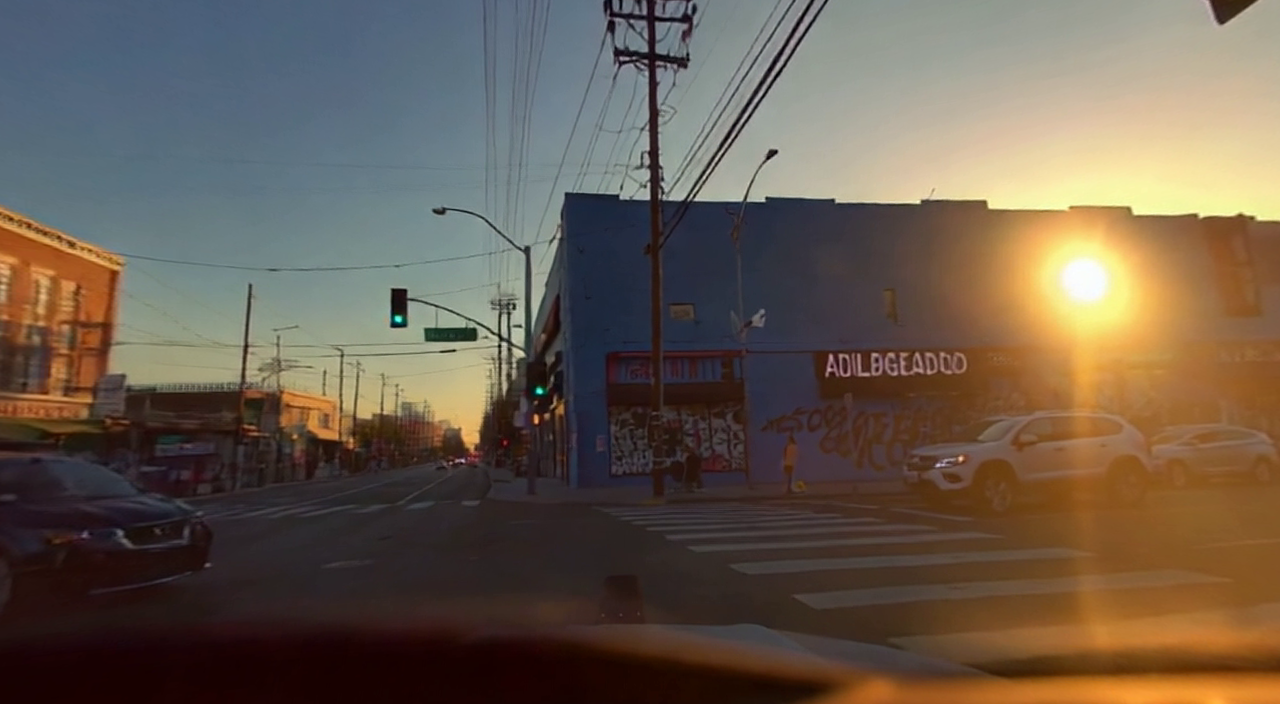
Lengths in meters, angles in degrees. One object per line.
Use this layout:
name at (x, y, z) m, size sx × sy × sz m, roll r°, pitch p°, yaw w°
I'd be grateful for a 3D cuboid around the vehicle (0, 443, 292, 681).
vehicle at (-5.697, 1.563, 5.637) m, size 4.439 × 1.457 × 2.097 m, roll -4°, pitch -9°, yaw 22°

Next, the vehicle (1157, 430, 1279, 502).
vehicle at (14.697, 2.550, 14.444) m, size 4.672 × 1.459 × 1.938 m, roll 2°, pitch -9°, yaw -15°

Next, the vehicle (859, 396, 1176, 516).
vehicle at (7.195, 1.989, 12.296) m, size 4.970 × 1.972 × 2.372 m, roll 2°, pitch -9°, yaw -16°
